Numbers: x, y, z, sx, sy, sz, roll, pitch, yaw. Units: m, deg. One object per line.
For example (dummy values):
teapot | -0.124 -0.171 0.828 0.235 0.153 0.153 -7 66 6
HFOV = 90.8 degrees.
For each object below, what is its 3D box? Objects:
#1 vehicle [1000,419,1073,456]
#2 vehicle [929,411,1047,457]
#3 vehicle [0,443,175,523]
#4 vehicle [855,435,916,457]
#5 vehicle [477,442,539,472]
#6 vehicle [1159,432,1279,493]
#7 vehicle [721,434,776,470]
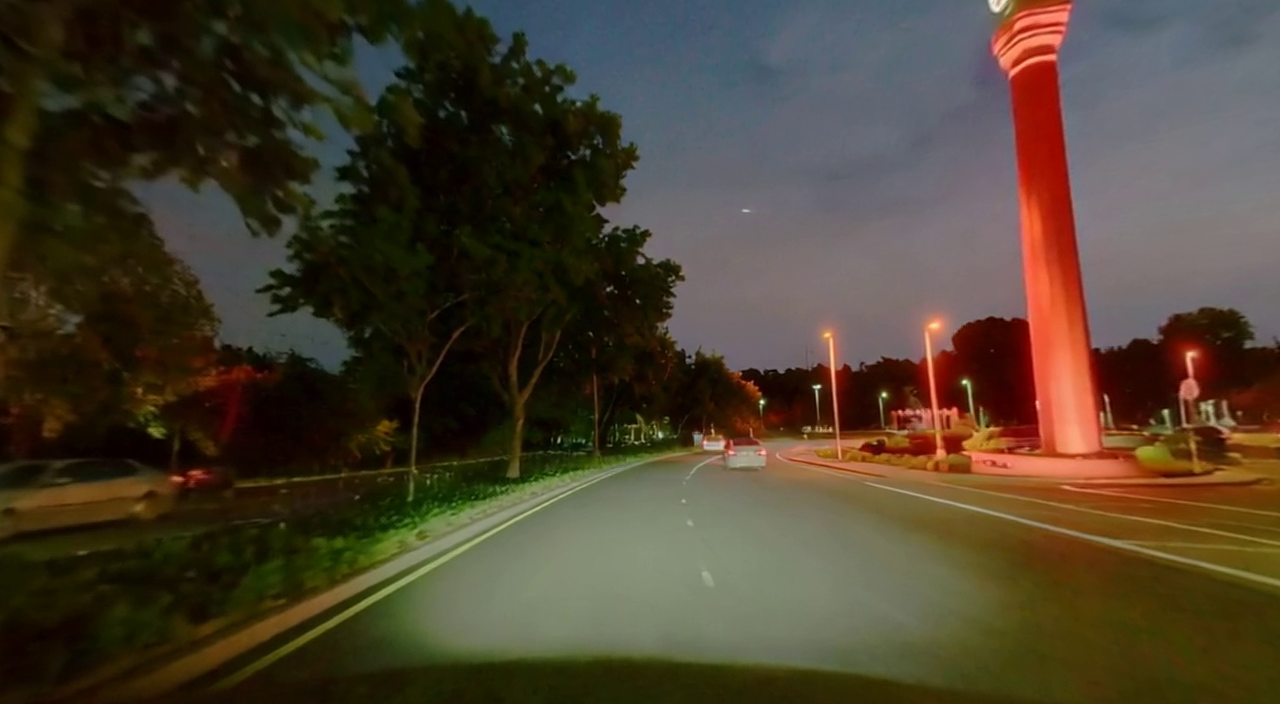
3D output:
vehicle | 21.847 4.764 35.037 2.406 1.847 5.320 -4 -9 22
vehicle | 22.141 5.300 40.487 6.303 2.740 2.215 -5 -9 28
vehicle | -14.316 3.212 16.013 1.778 1.647 4.072 -4 -8 5
vehicle | 16.786 6.444 43.217 3.655 1.464 1.759 -5 -10 28
vehicle | -7.023 5.626 34.114 1.961 1.468 4.396 -1 -8 7
vehicle | 17.572 3.033 17.500 4.512 1.561 1.846 -7 -10 28
vehicle | 4.775 4.494 28.539 2.132 1.497 4.827 -1 -8 6
